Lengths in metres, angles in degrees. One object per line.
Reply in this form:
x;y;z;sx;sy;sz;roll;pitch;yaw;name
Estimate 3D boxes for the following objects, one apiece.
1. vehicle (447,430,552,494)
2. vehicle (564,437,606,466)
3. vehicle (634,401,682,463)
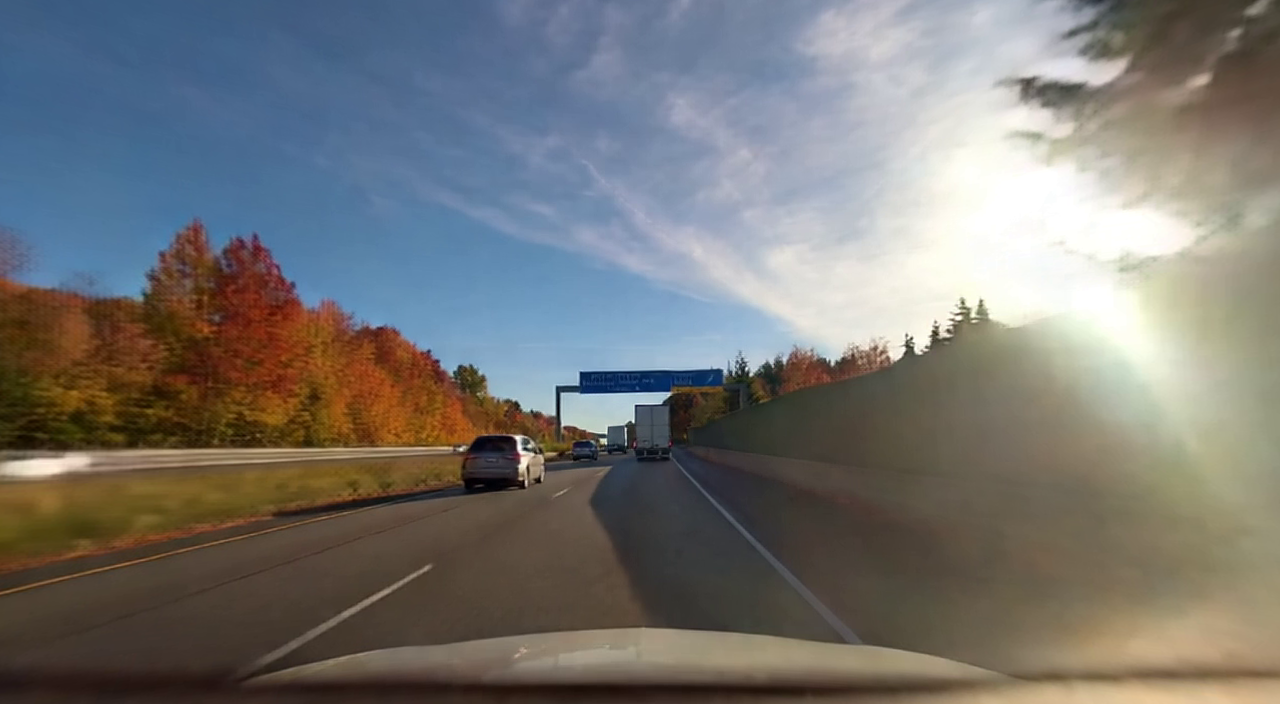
-3.726;2.989;17.440;1.927;1.556;3.921;0;-8;1;vehicle
-3.112;5.729;36.509;1.962;1.575;4.158;0;-8;2;vehicle
1.205;5.586;43.385;2.933;3.701;10.425;0;-8;1;vehicle
